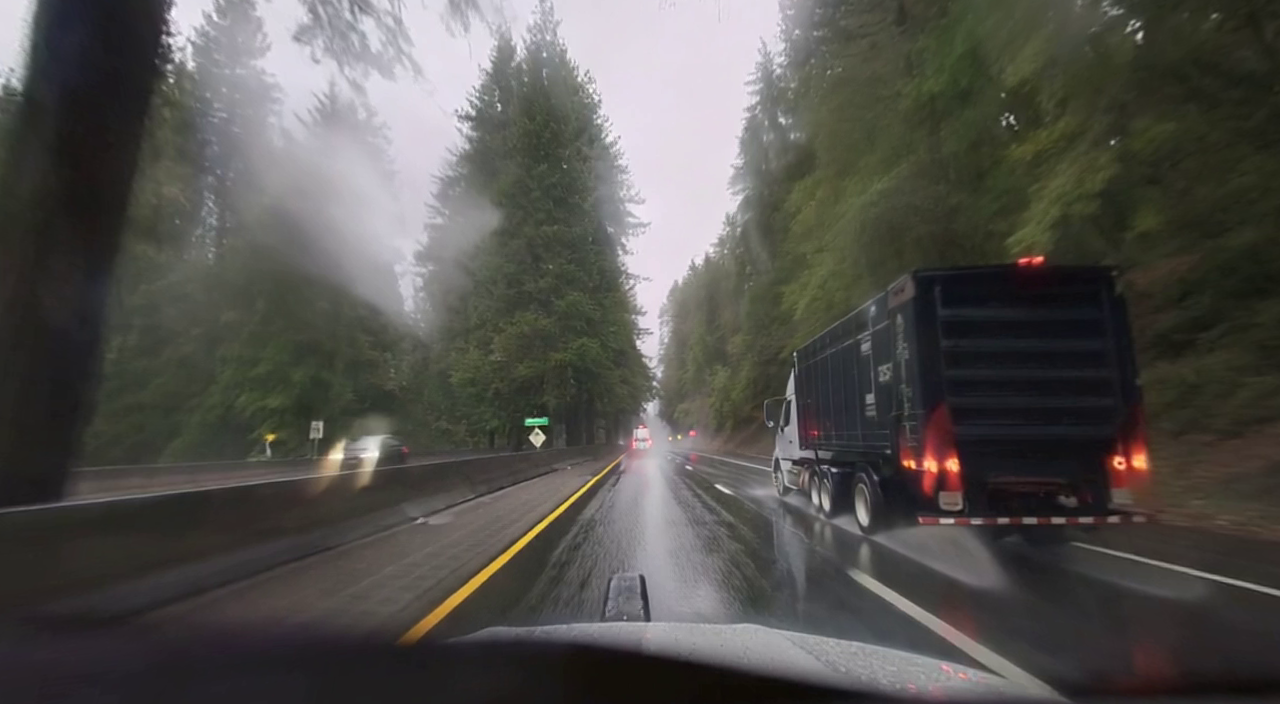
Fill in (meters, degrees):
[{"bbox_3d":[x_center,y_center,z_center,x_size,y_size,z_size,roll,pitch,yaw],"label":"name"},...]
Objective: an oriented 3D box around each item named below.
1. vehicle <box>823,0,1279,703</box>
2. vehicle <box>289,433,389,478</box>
[{"bbox_3d":[4.418,0.059,2.818,2.990,3.573,14.258,0,-8,0],"label":"vehicle"},{"bbox_3d":[-13.022,4.498,27.667,2.031,1.771,4.690,0,-8,1],"label":"vehicle"}]
